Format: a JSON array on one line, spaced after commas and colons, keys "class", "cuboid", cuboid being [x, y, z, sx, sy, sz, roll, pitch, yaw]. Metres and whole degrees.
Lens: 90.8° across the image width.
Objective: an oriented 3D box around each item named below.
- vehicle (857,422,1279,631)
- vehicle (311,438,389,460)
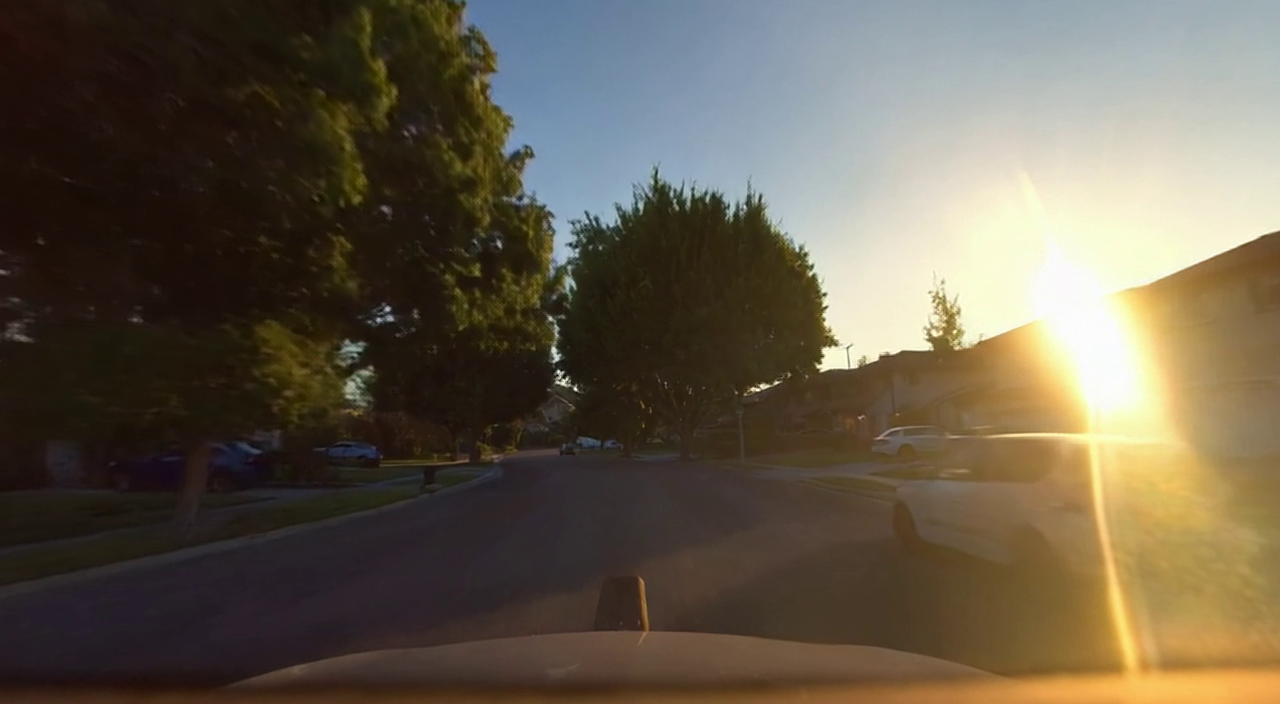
[{"class": "vehicle", "cuboid": [4.318, 1.630, 6.983, 2.088, 1.522, 4.449, 0, -9, -2]}, {"class": "vehicle", "cuboid": [-20.680, 6.970, 45.242, 4.654, 1.457, 1.986, 3, -10, -10]}]
